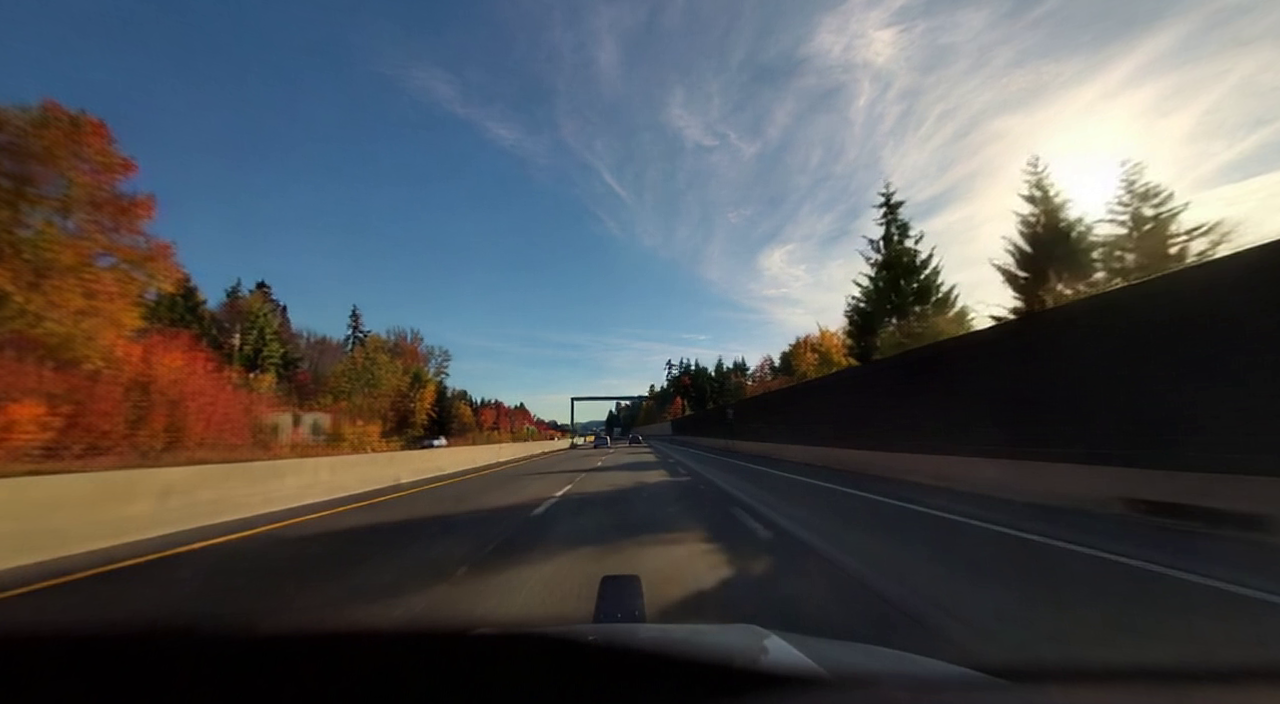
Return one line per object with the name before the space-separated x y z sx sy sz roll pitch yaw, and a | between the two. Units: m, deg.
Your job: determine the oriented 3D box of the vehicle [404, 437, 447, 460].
vehicle | -16.957 7.617 49.963 1.958 1.710 4.234 0 -8 -1
